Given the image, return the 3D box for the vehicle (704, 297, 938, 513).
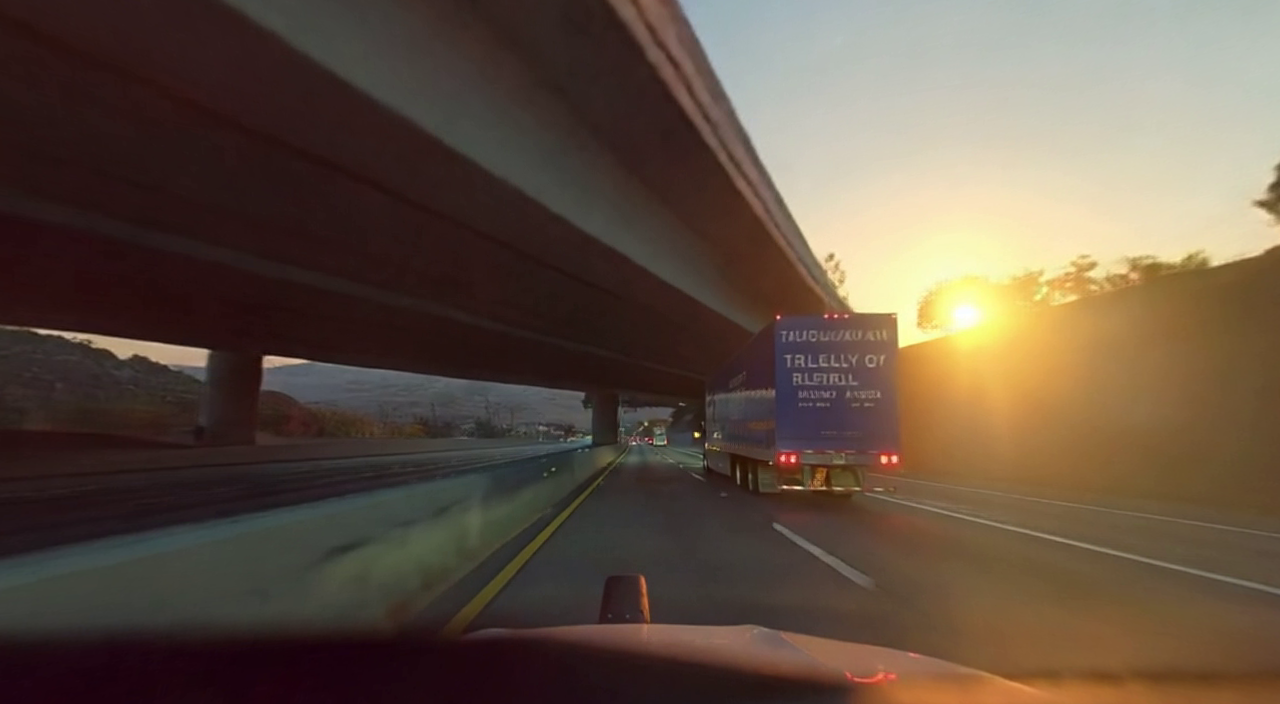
[{"bbox_3d":[4.090,1.942,18.906,3.006,4.093,14.142,0,-8,1],"label":"vehicle"}]
